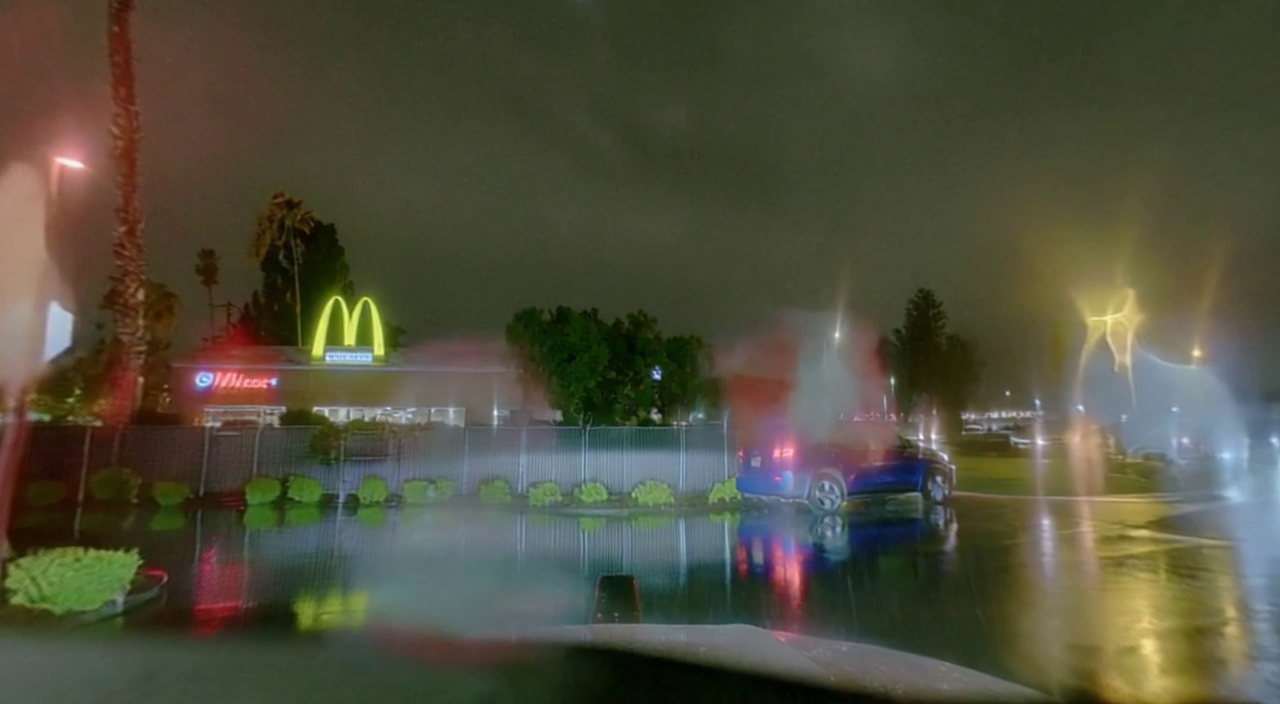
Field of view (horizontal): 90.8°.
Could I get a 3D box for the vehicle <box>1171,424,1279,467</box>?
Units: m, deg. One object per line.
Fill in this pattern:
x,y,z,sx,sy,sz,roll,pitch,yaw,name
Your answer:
22.609,3.450,23.285,1.860,1.417,4.750,0,-8,-2,vehicle

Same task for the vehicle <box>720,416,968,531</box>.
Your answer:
3.893,2.136,11.968,4.365,1.791,2.073,4,-7,-31,vehicle
